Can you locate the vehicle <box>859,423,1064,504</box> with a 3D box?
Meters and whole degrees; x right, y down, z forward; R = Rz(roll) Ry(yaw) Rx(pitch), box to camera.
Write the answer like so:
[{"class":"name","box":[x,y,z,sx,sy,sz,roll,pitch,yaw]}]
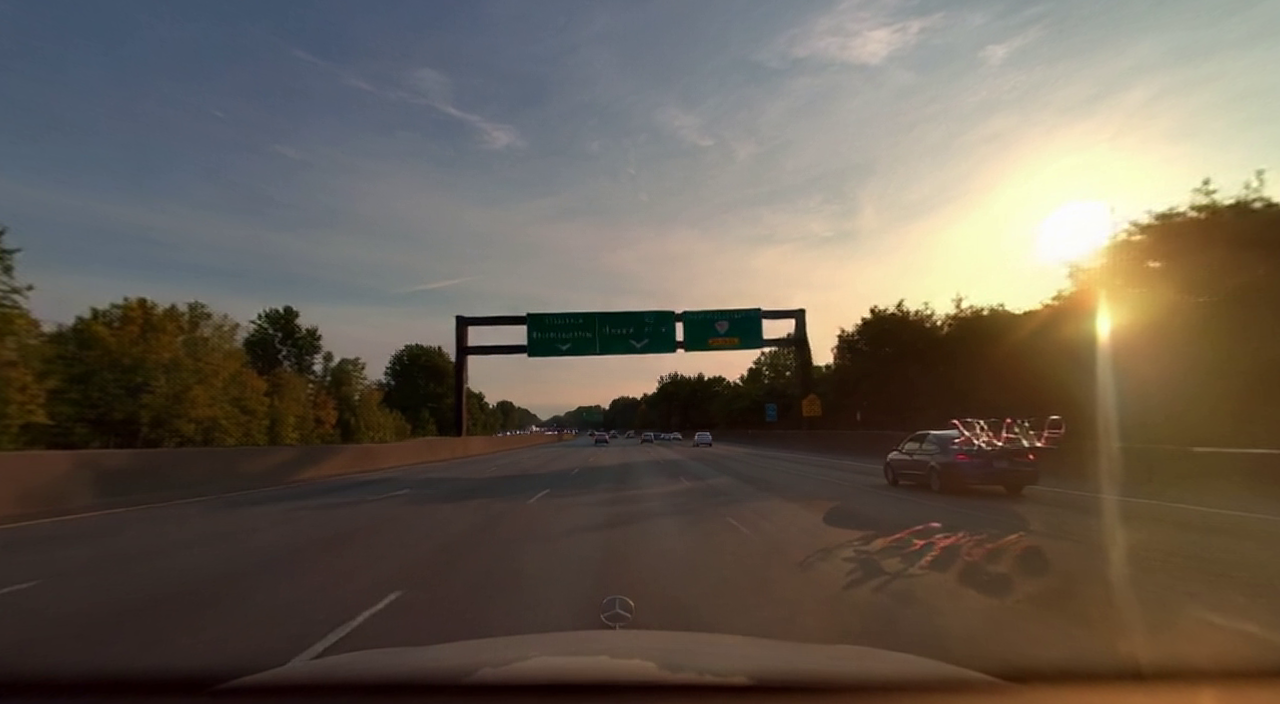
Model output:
[{"class":"vehicle","box":[6.938,2.424,14.366,2.034,1.511,4.785,0,-8,-2]}]
